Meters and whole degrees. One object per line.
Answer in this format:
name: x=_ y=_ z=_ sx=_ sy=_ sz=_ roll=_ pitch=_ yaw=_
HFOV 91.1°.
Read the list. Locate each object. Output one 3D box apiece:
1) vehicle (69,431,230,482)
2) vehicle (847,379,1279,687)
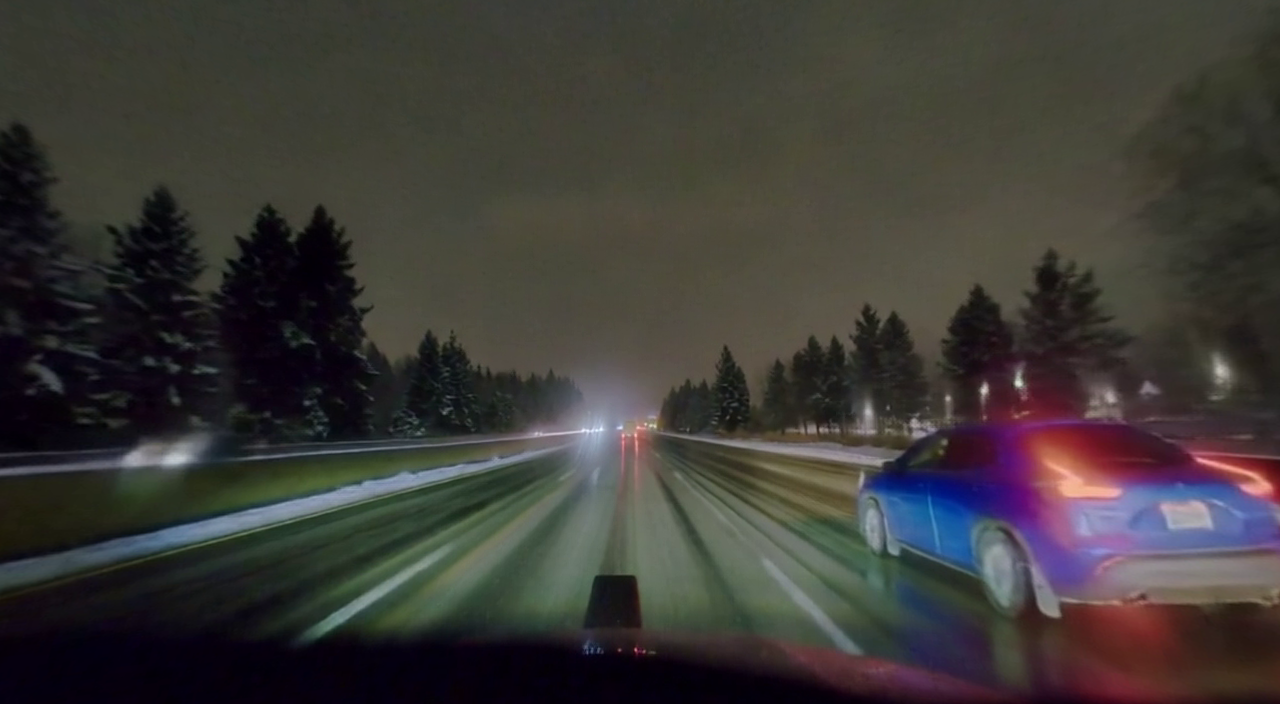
vehicle: x=-16.738 y=3.555 z=21.817 sx=1.949 sy=1.594 sz=4.508 roll=0 pitch=-8 yaw=0
vehicle: x=3.431 y=1.189 z=5.268 sx=1.973 sy=1.563 sz=3.959 roll=0 pitch=-8 yaw=-1
